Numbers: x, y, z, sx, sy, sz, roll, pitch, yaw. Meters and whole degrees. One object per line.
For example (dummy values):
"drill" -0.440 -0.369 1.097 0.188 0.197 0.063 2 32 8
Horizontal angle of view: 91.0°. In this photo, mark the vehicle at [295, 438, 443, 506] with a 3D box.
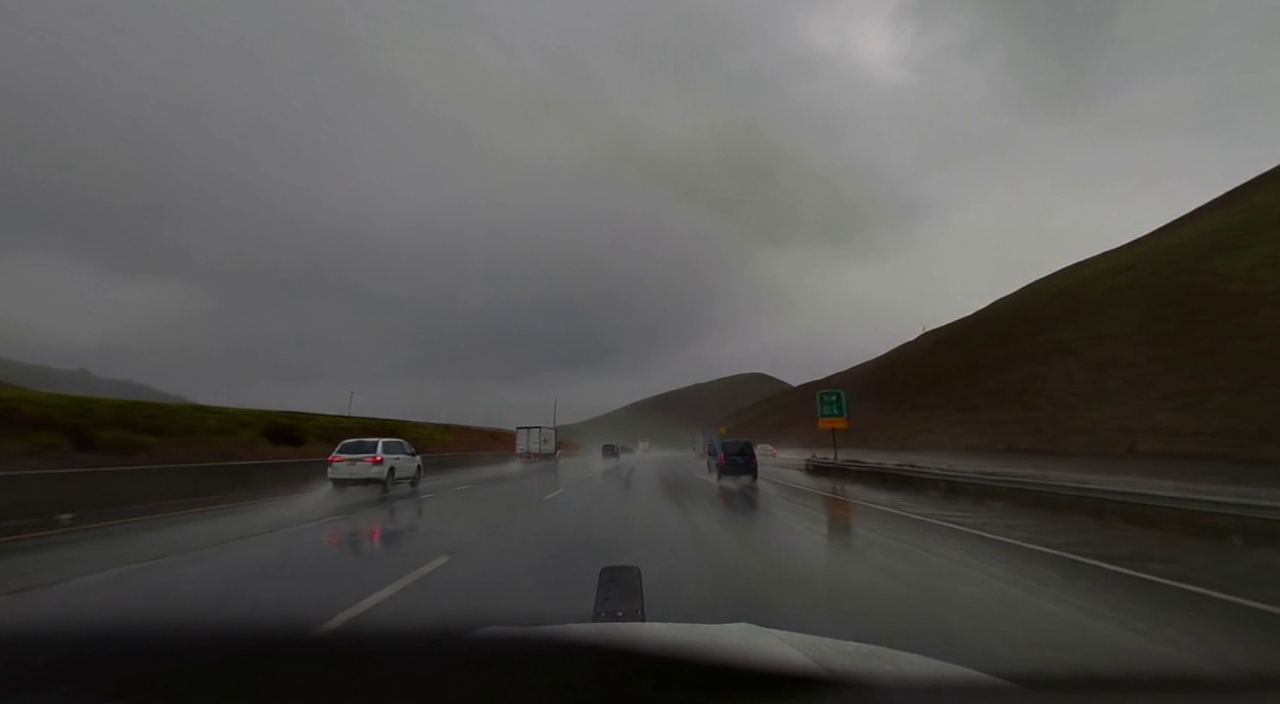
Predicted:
"vehicle" -7.066 3.161 17.109 1.935 1.550 4.883 0 -9 -1

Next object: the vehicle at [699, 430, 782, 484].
"vehicle" 3.594 3.892 23.510 2.231 1.789 4.700 0 -9 -1

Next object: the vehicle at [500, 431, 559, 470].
"vehicle" -7.724 7.006 44.920 2.937 2.509 7.090 0 -9 0
